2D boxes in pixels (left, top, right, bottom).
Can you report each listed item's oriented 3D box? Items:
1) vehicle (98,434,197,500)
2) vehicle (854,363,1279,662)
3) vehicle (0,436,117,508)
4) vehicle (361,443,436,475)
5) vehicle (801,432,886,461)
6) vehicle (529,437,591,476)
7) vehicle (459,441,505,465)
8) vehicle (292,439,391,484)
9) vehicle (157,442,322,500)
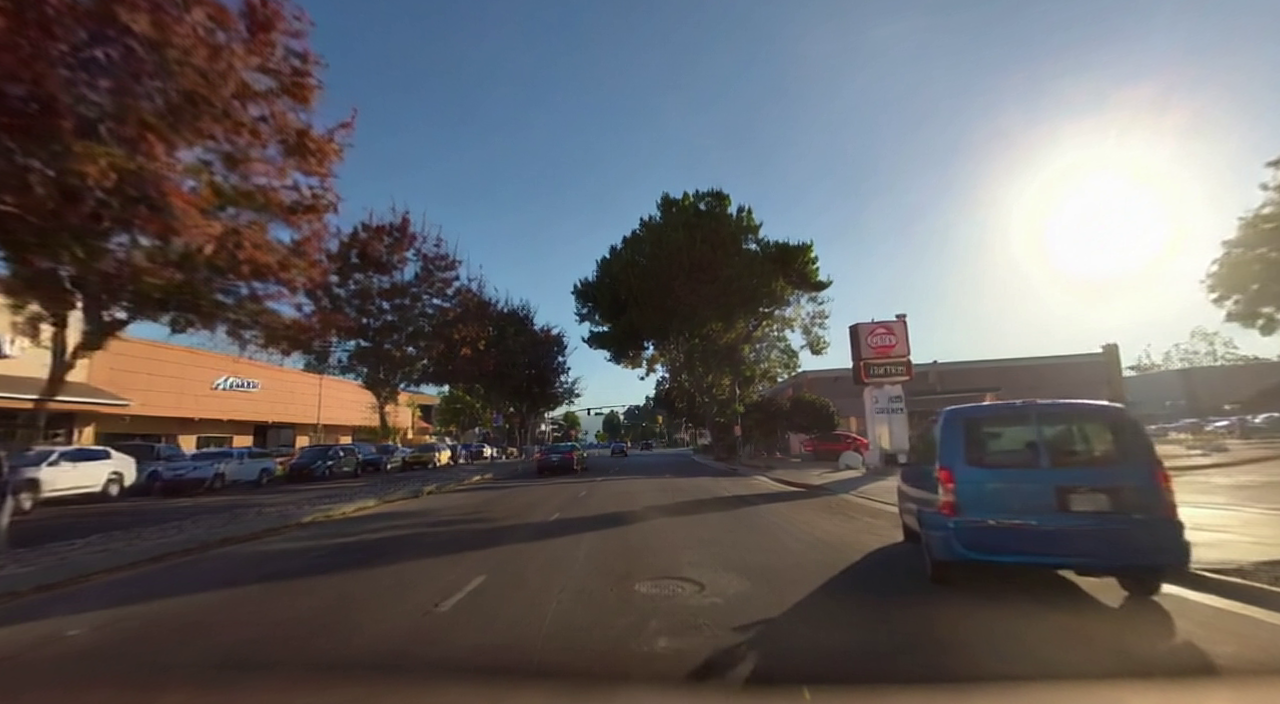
[{"bbox_3d":[-16.202,3.720,20.549,2.075,1.811,4.847,5,-11,-42],"label":"vehicle"},{"bbox_3d":[3.523,1.308,6.215,2.293,1.779,4.457,-2,-9,15],"label":"vehicle"},{"bbox_3d":[-15.740,2.893,15.336,2.058,1.618,4.956,1,-8,-7],"label":"vehicle"},{"bbox_3d":[-11.931,5.305,31.363,1.948,1.453,4.431,0,-8,0],"label":"vehicle"},{"bbox_3d":[11.201,5.234,34.737,3.935,1.518,1.985,0,-8,-2],"label":"vehicle"},{"bbox_3d":[-3.278,4.405,26.645,1.966,1.481,4.385,0,-8,1],"label":"vehicle"},{"bbox_3d":[-11.625,7.476,46.552,2.024,1.656,4.837,-1,-8,2],"label":"vehicle"},{"bbox_3d":[-11.789,4.320,25.114,1.852,1.621,4.166,0,-8,1],"label":"vehicle"},{"bbox_3d":[-11.659,3.446,18.716,1.959,1.488,4.390,0,-8,1],"label":"vehicle"}]
